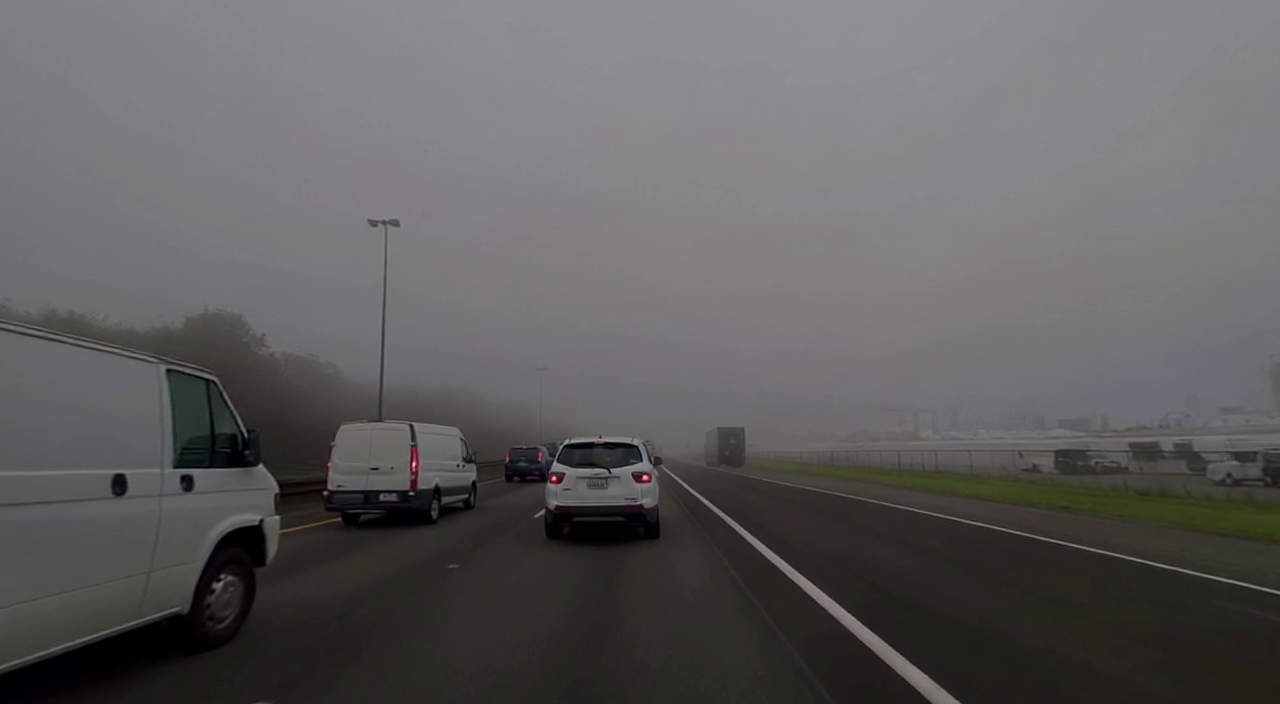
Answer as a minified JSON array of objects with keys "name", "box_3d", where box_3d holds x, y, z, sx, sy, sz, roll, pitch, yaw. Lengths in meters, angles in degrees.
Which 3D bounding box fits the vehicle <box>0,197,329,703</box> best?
[{"name":"vehicle","box_3d":[-4.478,0.497,3.162,2.248,2.626,6.837,0,-9,0]}]

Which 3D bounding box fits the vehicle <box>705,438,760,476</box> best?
[{"name":"vehicle","box_3d":[4.501,5.201,31.319,2.003,1.754,4.134,0,-9,-1]}]

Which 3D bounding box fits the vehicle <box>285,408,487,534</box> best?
[{"name":"vehicle","box_3d":[-4.601,2.248,12.343,2.043,1.987,4.486,0,-9,0]}]

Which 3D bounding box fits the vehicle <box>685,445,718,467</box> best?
[{"name":"vehicle","box_3d":[4.306,7.361,44.745,1.874,1.512,3.723,0,-9,-1]}]

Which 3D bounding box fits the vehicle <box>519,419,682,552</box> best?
[{"name":"vehicle","box_3d":[-0.506,2.017,10.083,2.093,1.695,3.782,0,-9,0]}]
